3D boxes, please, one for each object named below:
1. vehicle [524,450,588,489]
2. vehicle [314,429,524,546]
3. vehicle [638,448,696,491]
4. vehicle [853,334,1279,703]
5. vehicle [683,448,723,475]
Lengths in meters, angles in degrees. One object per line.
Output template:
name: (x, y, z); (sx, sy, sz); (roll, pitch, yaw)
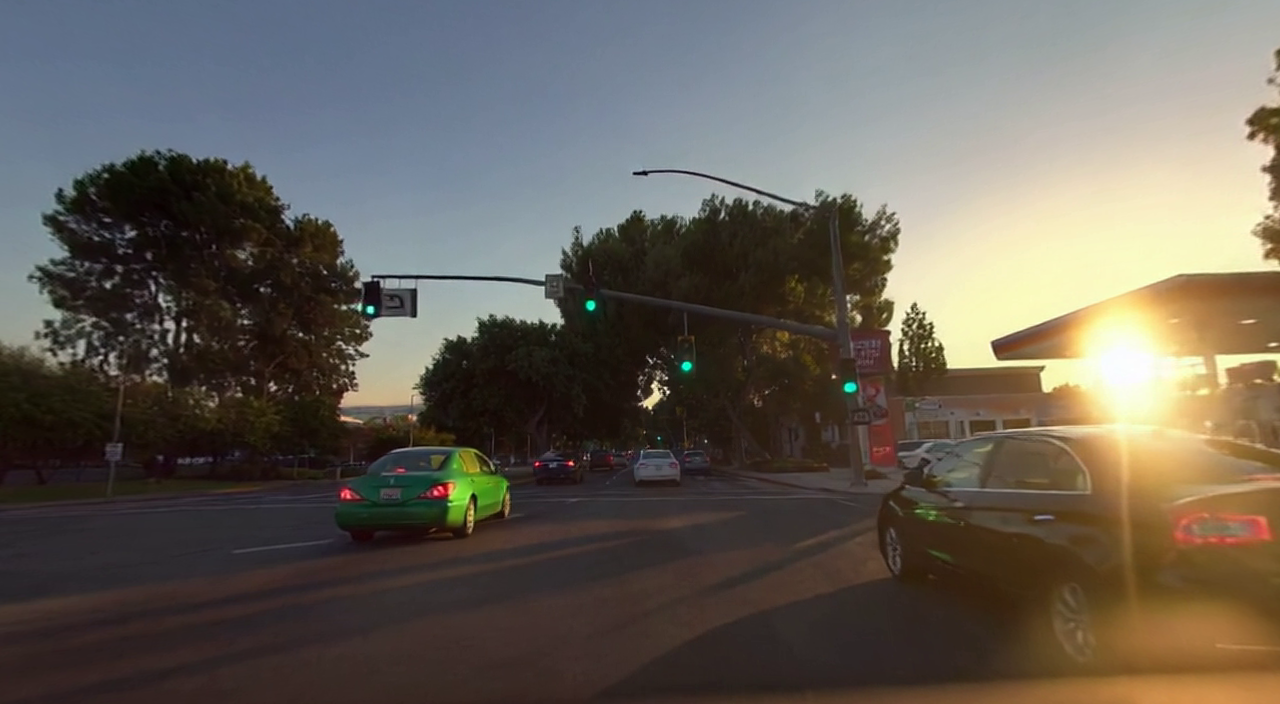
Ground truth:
vehicle: (-3.418, 4.860, 26.482); (1.995, 1.436, 4.500); (0, -8, 1)
vehicle: (-3.706, 2.357, 11.754); (2.023, 1.687, 4.874); (0, -8, 2)
vehicle: (0.944, 4.372, 23.811); (1.994, 1.433, 3.894); (0, -8, 0)
vehicle: (3.472, 1.141, 4.981); (1.992, 1.805, 4.549); (0, -8, 1)
vehicle: (3.769, 6.626, 38.320); (1.920, 1.479, 4.548); (0, -8, -1)
